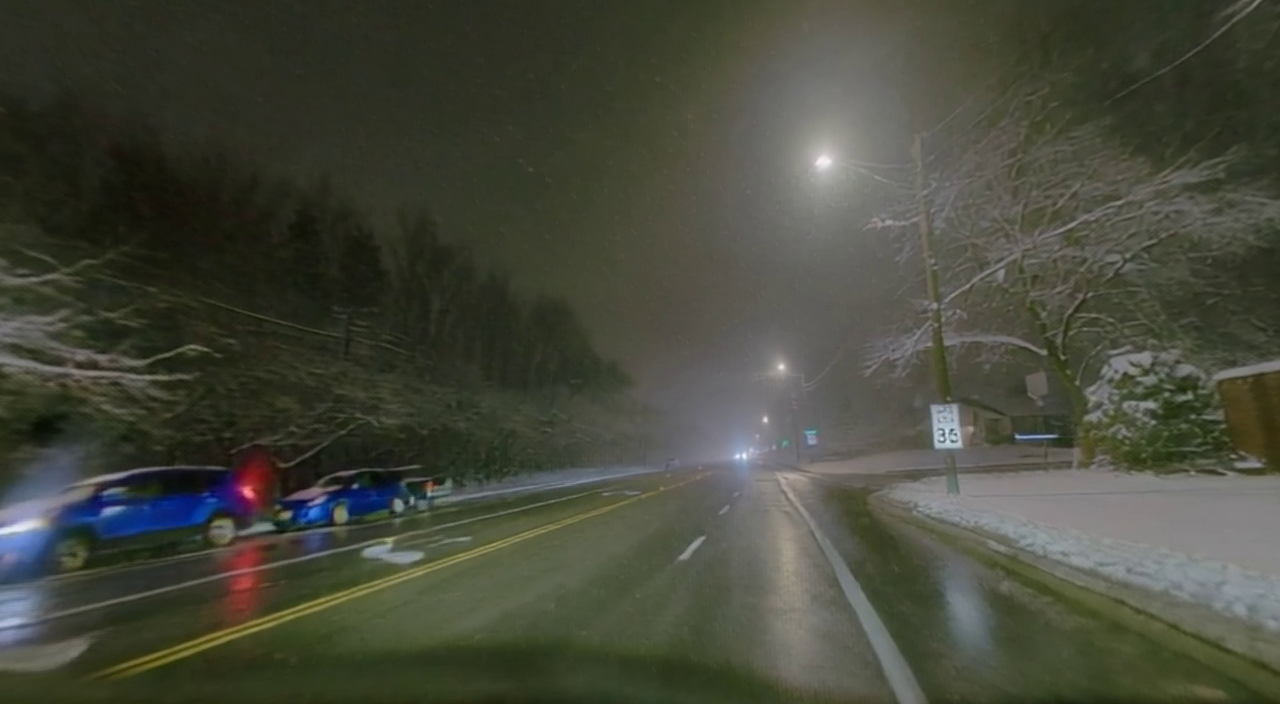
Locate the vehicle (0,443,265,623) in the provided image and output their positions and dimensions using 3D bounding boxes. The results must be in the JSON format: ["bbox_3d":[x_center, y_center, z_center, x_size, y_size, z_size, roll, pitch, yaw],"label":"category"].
[{"bbox_3d":[-10.071,3.154,12.028,2.159,1.959,5.179,-6,-1,6],"label":"vehicle"}]

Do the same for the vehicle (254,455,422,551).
[{"bbox_3d":[-8.660,4.297,18.596,2.087,1.700,4.467,-6,-2,11],"label":"vehicle"}]
